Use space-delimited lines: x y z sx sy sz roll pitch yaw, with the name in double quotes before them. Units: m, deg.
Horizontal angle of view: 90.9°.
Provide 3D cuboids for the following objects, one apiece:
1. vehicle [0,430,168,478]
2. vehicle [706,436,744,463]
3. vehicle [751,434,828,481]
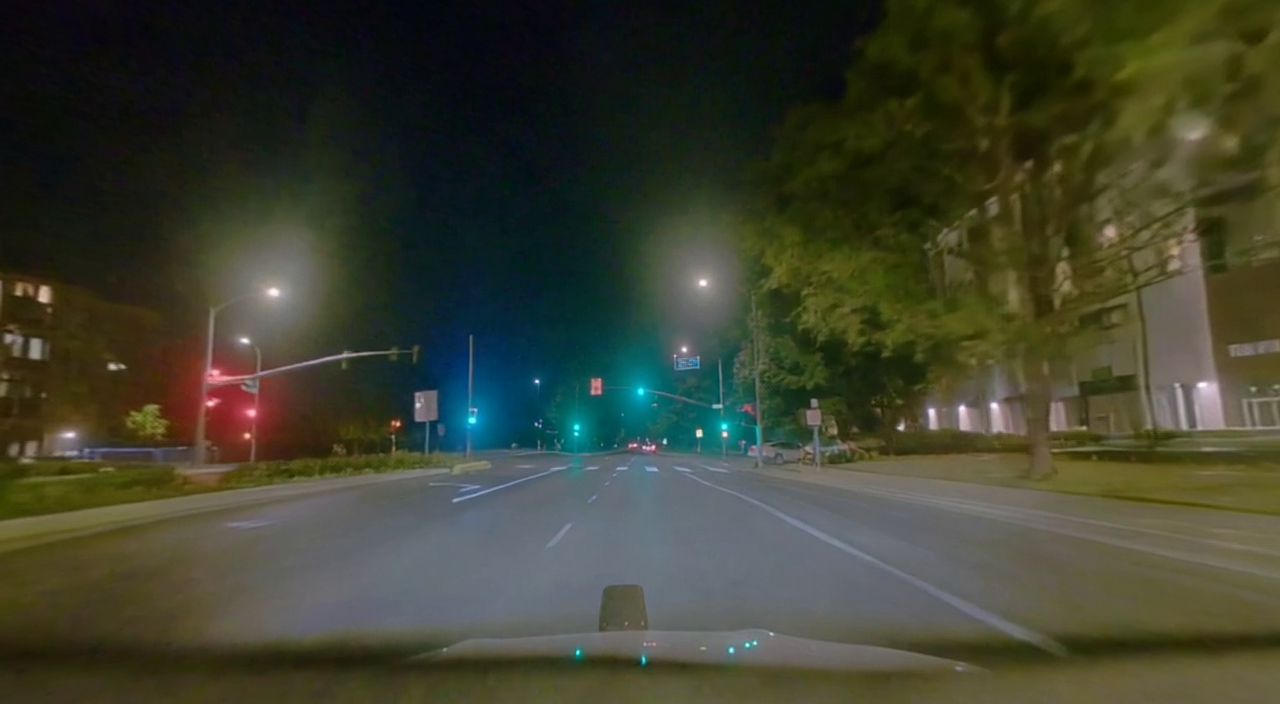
"vehicle" -42.041 7.633 47.513 10.437 3.440 2.994 0 -7 1
"vehicle" 6.606 7.636 49.433 2.293 1.942 5.004 0 -8 1
"vehicle" 6.167 4.400 26.591 2.094 1.766 4.792 0 -8 0
